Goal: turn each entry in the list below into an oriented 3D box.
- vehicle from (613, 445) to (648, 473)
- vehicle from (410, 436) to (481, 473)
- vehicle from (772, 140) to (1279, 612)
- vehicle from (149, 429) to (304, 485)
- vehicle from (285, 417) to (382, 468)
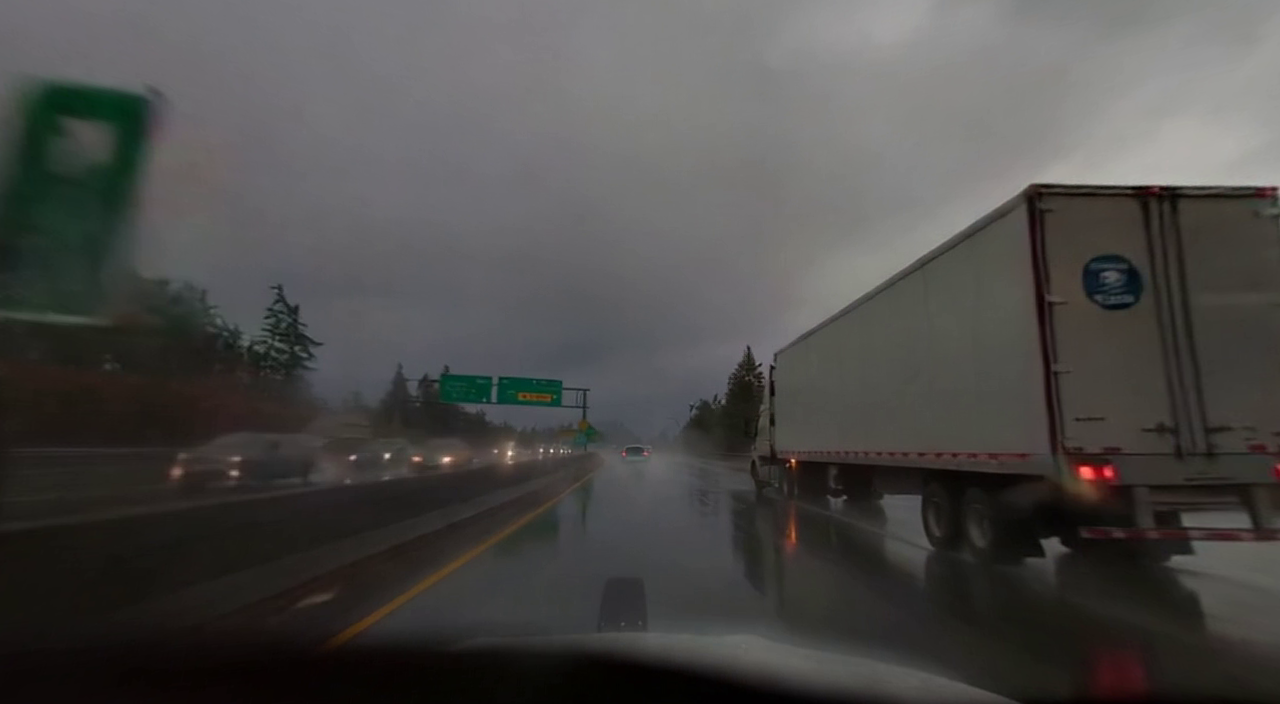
[{"bbox_3d":[-0.583,6.657,39.347,2.111,1.599,3.859,0,-9,0],"label":"vehicle"},{"bbox_3d":[-8.414,4.503,27.646,1.830,1.480,4.053,0,-9,0],"label":"vehicle"},{"bbox_3d":[5.389,1.171,12.248,2.890,4.006,14.039,0,-9,1],"label":"vehicle"},{"bbox_3d":[-11.937,3.076,18.587,1.786,1.451,4.104,0,-9,0],"label":"vehicle"},{"bbox_3d":[-16.428,4.954,34.260,2.319,2.536,6.071,0,-9,-2],"label":"vehicle"}]
